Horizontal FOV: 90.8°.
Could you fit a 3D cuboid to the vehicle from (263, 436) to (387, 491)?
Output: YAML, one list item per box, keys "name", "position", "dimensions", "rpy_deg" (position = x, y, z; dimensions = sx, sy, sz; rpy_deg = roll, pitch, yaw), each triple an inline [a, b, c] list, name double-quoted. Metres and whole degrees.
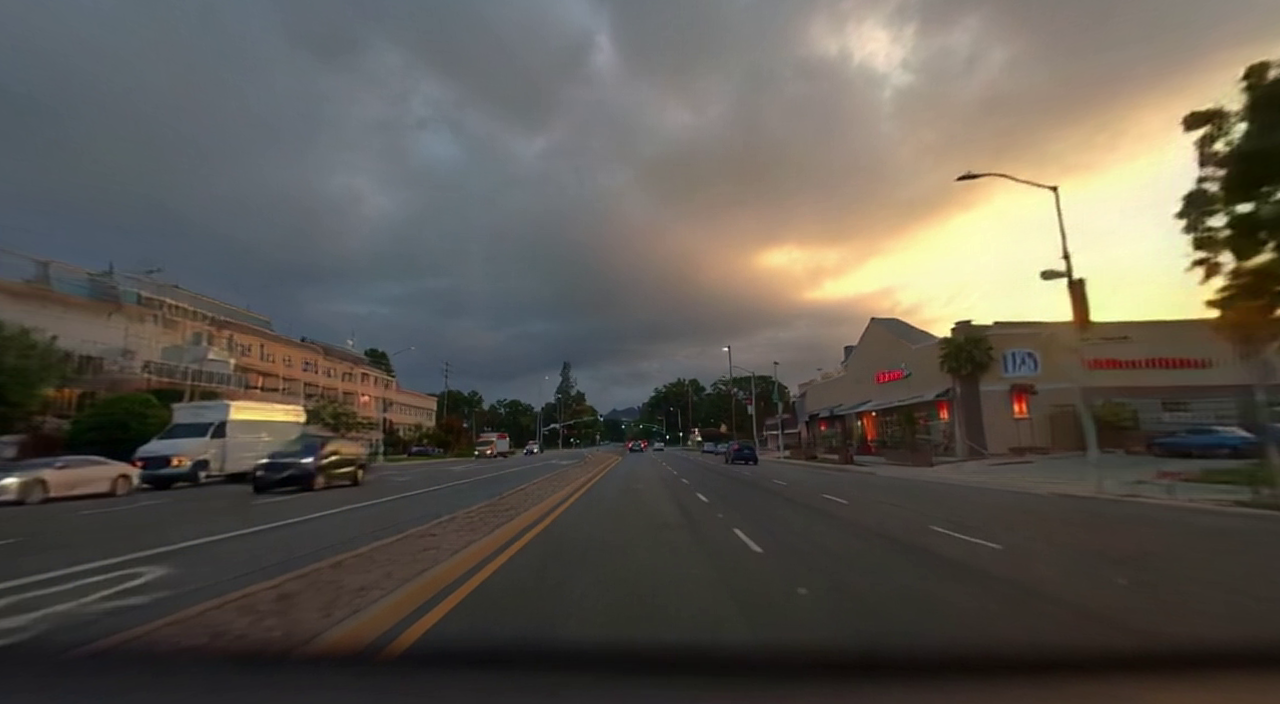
- name: "vehicle"
  position: [-11.575, 4.119, 23.708]
  dimensions: [2.134, 1.806, 4.843]
  rpy_deg: [0, -9, 0]

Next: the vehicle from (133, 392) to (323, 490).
- name: "vehicle"
  position: [-18.761, 4.219, 29.802]
  dimensions: [2.982, 3.900, 8.593]
  rpy_deg: [0, -9, 1]

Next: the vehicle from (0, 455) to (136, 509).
- name: "vehicle"
  position: [-18.956, 4.065, 20.220]
  dimensions: [1.950, 1.464, 4.414]
  rpy_deg: [0, -9, 0]

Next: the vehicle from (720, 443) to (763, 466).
- name: "vehicle"
  position: [6.496, 6.630, 41.022]
  dimensions: [1.916, 1.437, 4.327]
  rpy_deg: [0, -9, -2]

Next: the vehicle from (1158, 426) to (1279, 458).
- name: "vehicle"
  position: [29.772, 4.710, 32.764]
  dimensions: [1.796, 1.485, 4.667]
  rpy_deg: [-1, -9, 0]
